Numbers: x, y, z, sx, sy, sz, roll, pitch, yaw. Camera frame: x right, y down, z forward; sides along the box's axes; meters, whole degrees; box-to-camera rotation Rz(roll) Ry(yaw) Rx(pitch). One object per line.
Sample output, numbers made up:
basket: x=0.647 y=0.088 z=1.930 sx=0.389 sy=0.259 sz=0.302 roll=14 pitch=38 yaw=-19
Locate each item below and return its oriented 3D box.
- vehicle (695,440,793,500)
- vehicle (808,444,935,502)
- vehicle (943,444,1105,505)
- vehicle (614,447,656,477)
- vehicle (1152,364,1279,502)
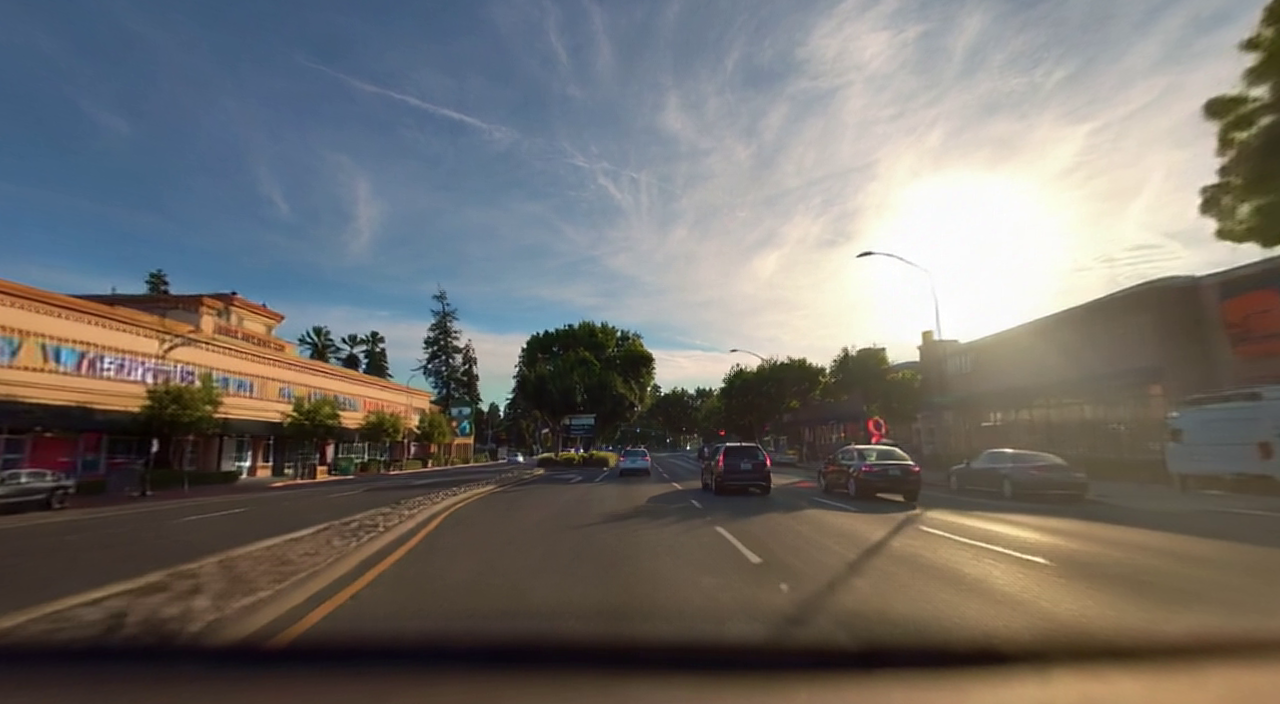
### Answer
vehicle: x=2.948 y=3.467 z=19.017 sx=2.072 sy=1.545 sz=4.578 roll=0 pitch=-9 yaw=-1
vehicle: x=6.591 y=3.475 z=18.630 sx=1.952 sy=1.449 sz=4.544 roll=0 pitch=-9 yaw=-1
vehicle: x=10.597 y=3.378 z=17.850 sx=2.000 sy=1.514 sz=3.811 roll=0 pitch=-9 yaw=-4
vehicle: x=-0.275 y=5.653 z=32.741 sx=2.052 sy=1.461 sz=4.324 roll=0 pitch=-9 yaw=-1
vehicle: x=17.566 y=2.013 z=15.693 sx=7.127 sy=3.093 sz=2.760 roll=0 pitch=-9 yaw=0
